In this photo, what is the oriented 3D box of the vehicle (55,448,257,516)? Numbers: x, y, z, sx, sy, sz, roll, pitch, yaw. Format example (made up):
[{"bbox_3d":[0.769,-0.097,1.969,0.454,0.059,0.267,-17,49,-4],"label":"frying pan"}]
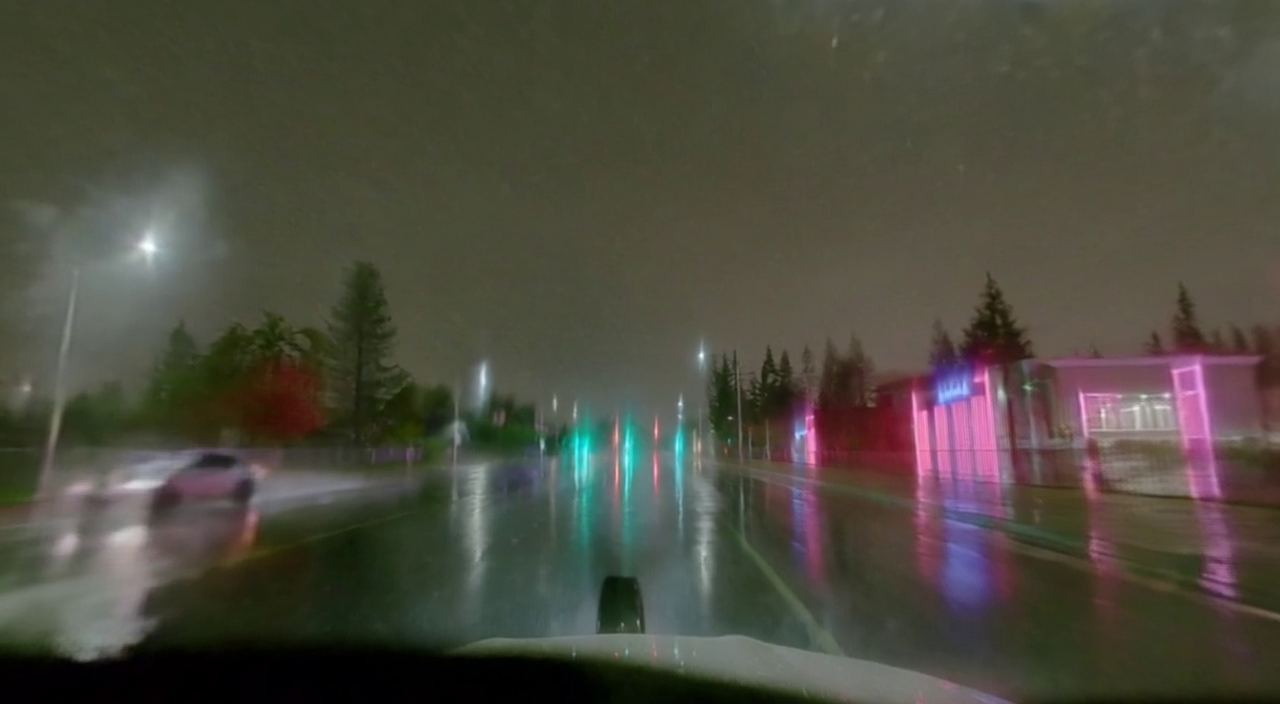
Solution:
[{"bbox_3d":[-13.415,3.582,17.932,2.094,1.638,4.477,-1,-9,2],"label":"vehicle"}]
